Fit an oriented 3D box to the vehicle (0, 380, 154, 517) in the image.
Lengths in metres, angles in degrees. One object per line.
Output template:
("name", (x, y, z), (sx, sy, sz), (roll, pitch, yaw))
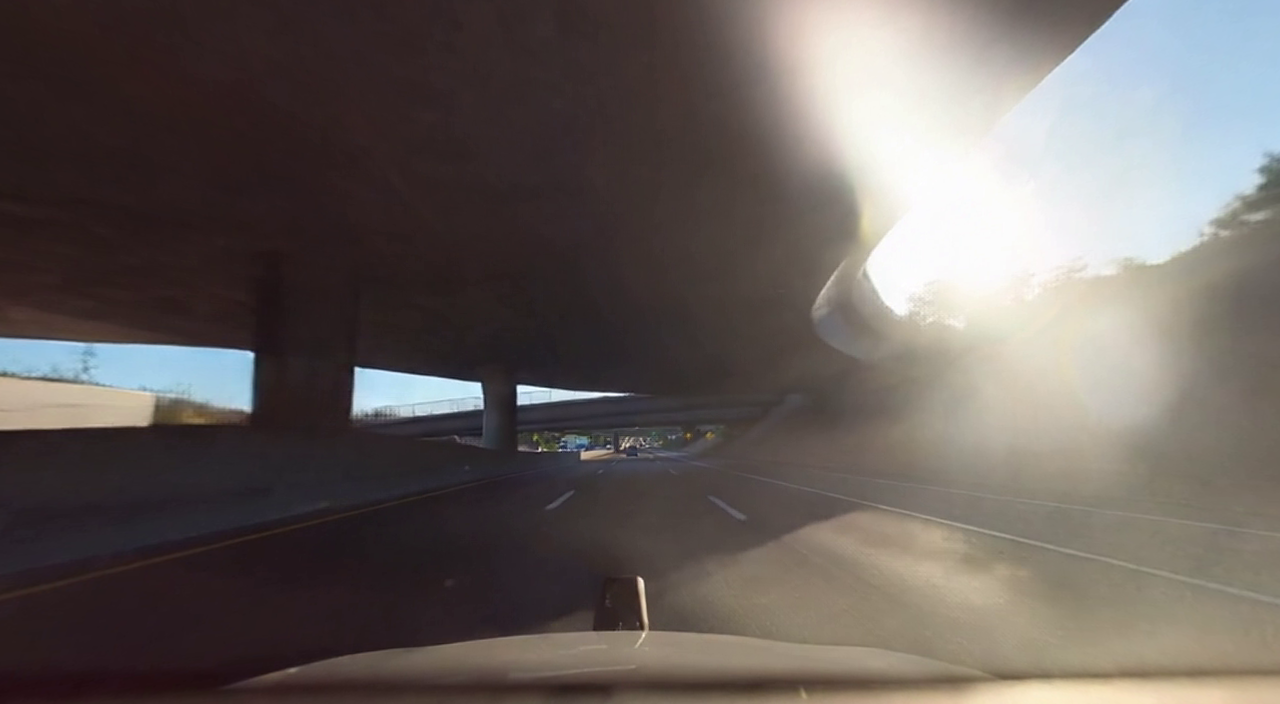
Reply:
("vehicle", (-20.546, 2.665, 17.330), (2.892, 4.072, 14.532), (0, -9, -1))
